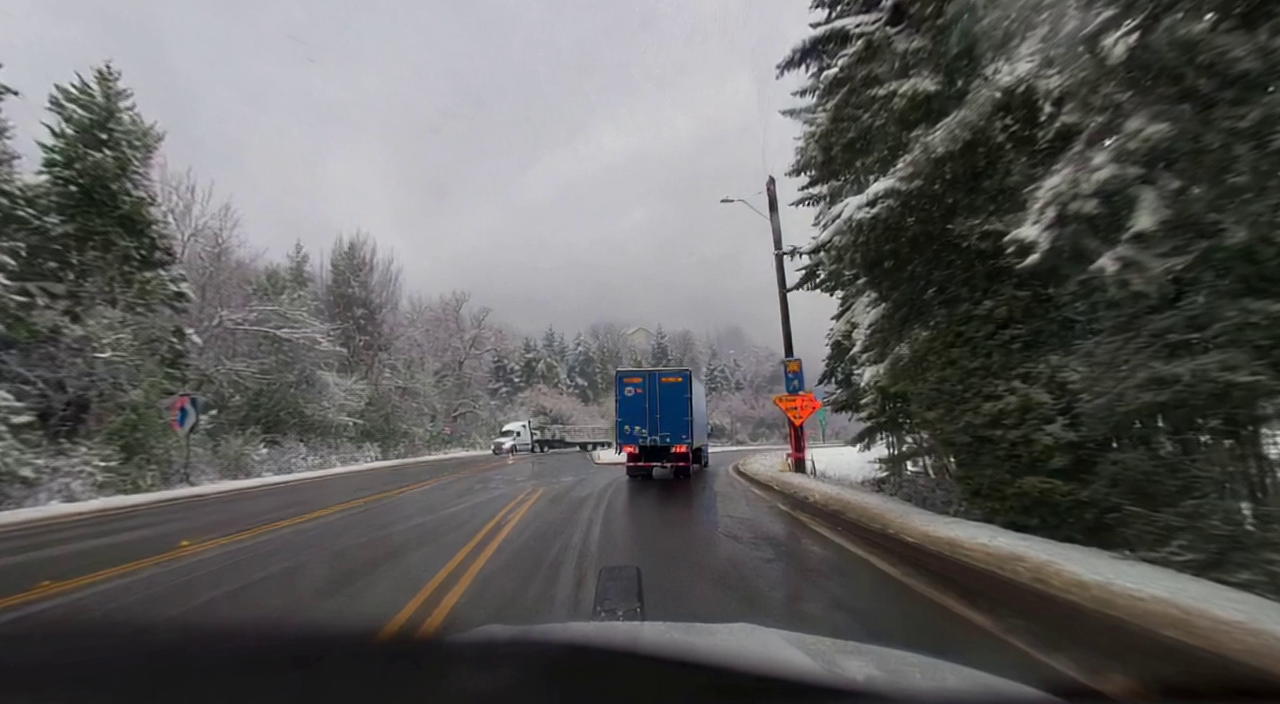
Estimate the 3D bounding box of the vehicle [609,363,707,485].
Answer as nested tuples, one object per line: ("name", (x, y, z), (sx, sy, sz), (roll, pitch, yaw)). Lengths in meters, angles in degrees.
("vehicle", (0.805, 2.799, 23.730), (2.937, 3.647, 9.344), (-1, -8, 3))
